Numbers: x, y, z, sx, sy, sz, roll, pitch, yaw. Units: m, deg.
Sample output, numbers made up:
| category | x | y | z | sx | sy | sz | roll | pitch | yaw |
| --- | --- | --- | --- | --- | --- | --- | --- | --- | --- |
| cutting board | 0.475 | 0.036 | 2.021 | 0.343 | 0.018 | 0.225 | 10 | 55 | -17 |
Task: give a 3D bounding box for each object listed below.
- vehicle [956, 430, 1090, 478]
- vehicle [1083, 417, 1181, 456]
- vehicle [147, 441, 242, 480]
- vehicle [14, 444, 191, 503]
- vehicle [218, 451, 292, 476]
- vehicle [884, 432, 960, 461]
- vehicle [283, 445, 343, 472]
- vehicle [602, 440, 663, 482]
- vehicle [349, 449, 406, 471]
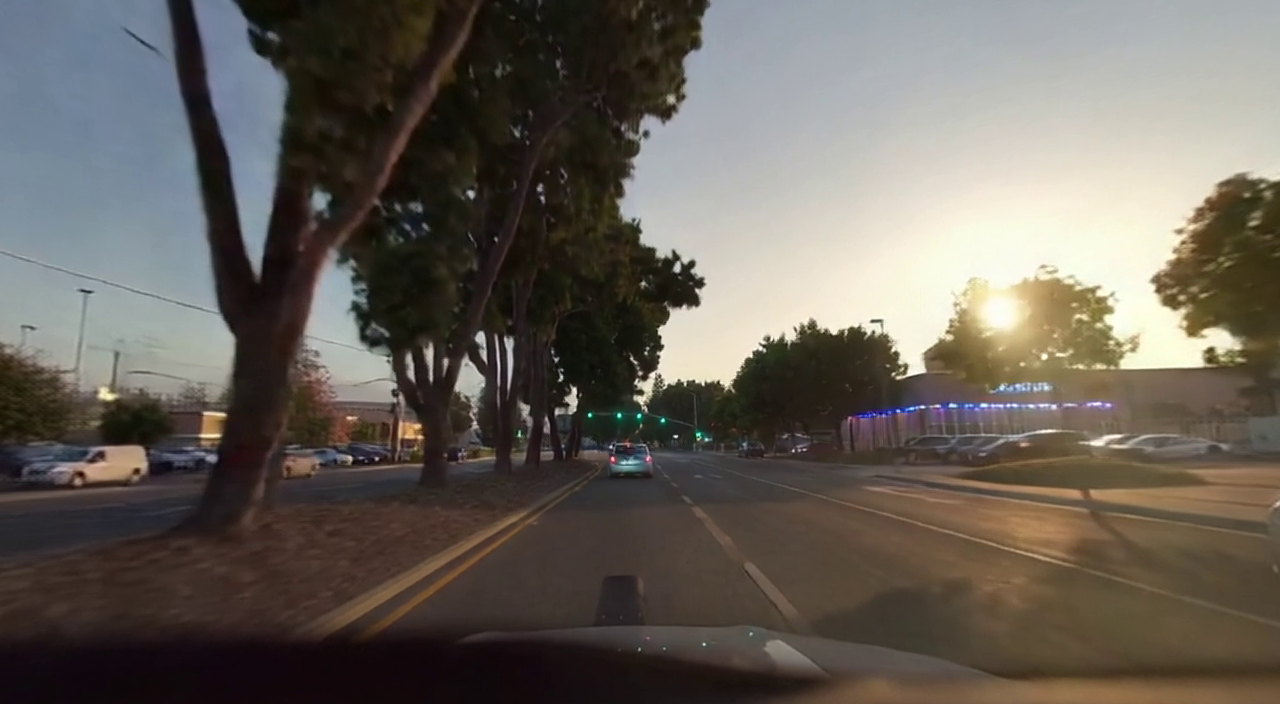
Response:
| category | x | y | z | sx | sy | sz | roll | pitch | yaw |
| --- | --- | --- | --- | --- | --- | --- | --- | --- | --- |
| vehicle | 15.900 | 4.274 | 26.687 | 2.377 | 1.783 | 5.145 | 0 | -8 | -1 |
| vehicle | 32.795 | 5.700 | 42.339 | 2.209 | 2.346 | 5.394 | -2 | -8 | 2 |
| vehicle | -24.735 | 6.001 | 35.324 | 2.003 | 1.958 | 4.810 | 0 | -8 | -3 |
| vehicle | -19.281 | 4.307 | 23.084 | 2.129 | 1.794 | 4.967 | -2 | -8 | -1 |
| vehicle | -24.780 | 7.177 | 40.889 | 1.893 | 1.451 | 4.809 | 0 | -8 | -1 |
| vehicle | 18.685 | 6.318 | 42.242 | 2.253 | 1.771 | 5.722 | 0 | -8 | -2 |
| vehicle | -24.330 | 7.911 | 47.230 | 1.985 | 1.821 | 4.774 | 0 | -8 | 0 |
| vehicle | -0.306 | 4.188 | 24.613 | 2.185 | 1.473 | 3.925 | 0 | -8 | -1 |
| vehicle | -19.456 | 8.036 | 47.107 | 2.083 | 1.481 | 5.103 | 0 | -8 | 0 |
